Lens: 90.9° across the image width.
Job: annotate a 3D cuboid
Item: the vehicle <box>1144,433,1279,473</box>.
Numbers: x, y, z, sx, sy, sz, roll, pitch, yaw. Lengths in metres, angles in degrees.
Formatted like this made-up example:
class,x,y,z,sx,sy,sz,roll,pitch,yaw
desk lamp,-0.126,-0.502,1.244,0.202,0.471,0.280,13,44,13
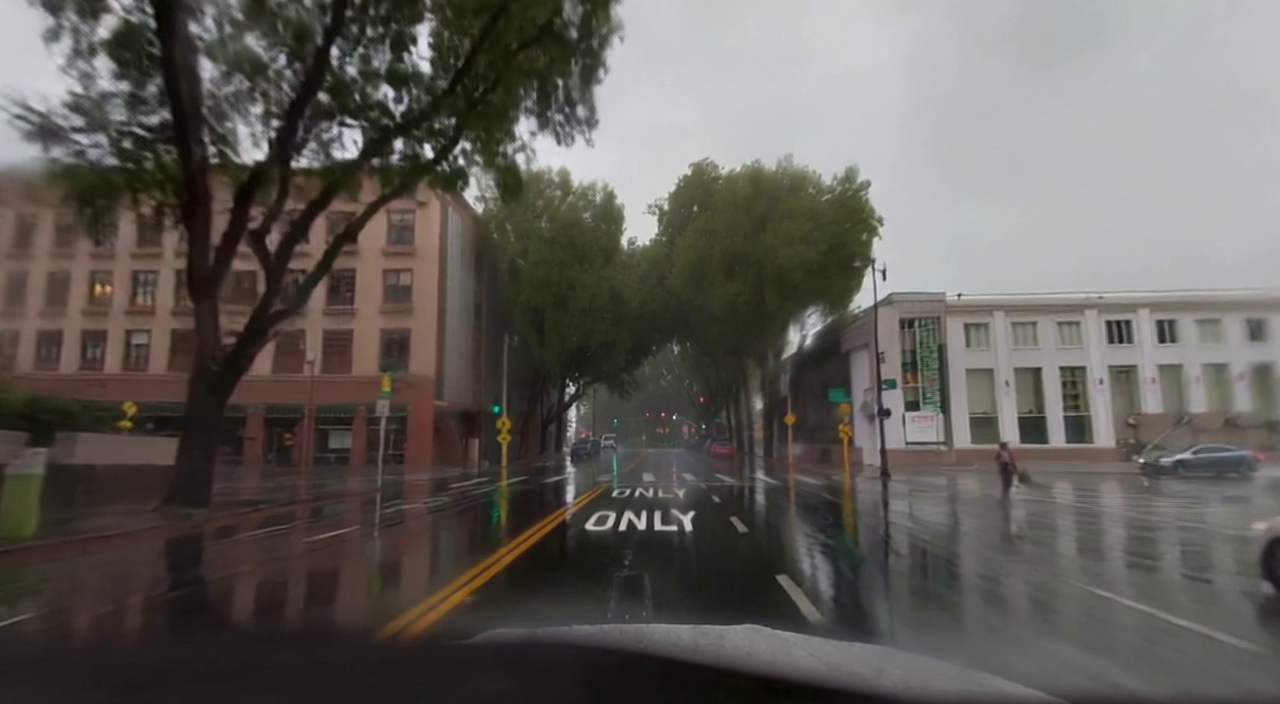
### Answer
class,x,y,z,sx,sy,sz,roll,pitch,yaw
vehicle,26.557,4.668,29.158,4.525,1.769,2.180,0,-8,-1

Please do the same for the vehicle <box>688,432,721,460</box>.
class,x,y,z,sx,sy,sz,roll,pitch,yaw
vehicle,4.628,6.869,45.997,1.971,1.919,4.748,0,-8,1
